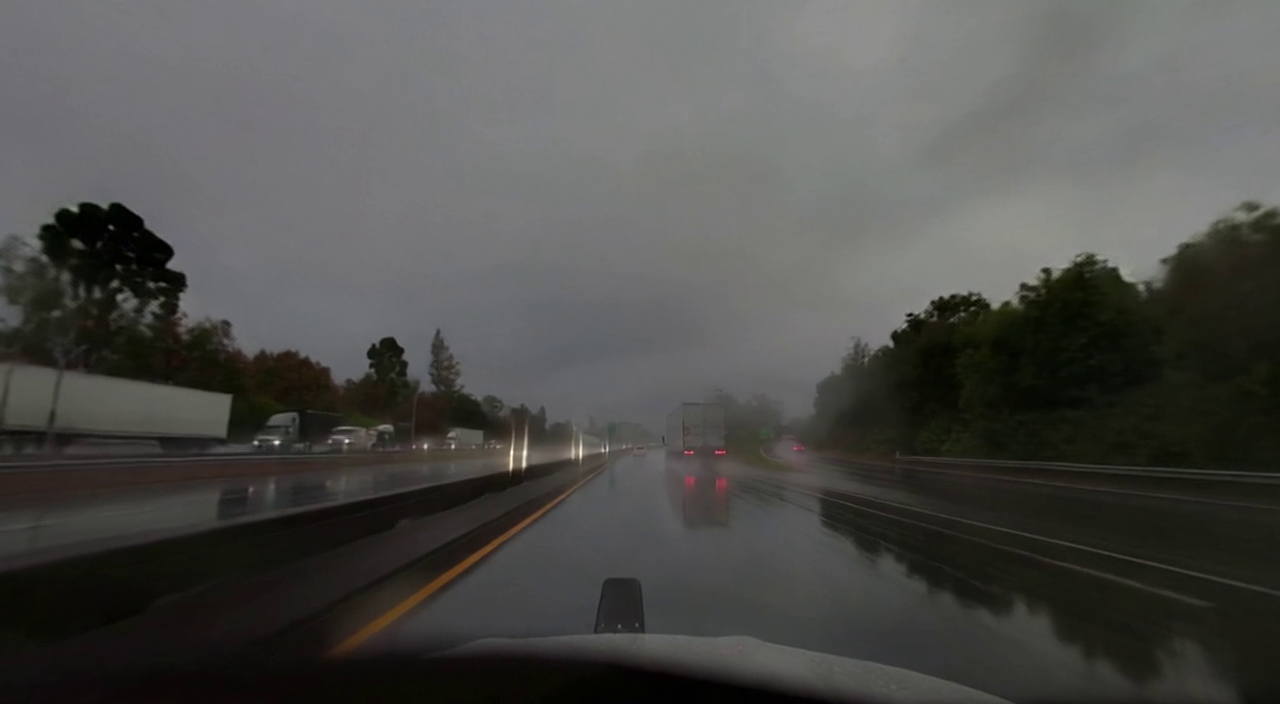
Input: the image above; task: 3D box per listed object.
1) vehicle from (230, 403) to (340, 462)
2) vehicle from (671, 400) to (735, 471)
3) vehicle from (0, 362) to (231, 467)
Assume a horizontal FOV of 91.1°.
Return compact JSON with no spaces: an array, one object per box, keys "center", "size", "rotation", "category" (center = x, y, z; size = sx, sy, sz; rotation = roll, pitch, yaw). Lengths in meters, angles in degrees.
[{"center":[-26.221,6.187,47.232],"size":[2.933,3.877,9.896],"rotation":[0,-9,-3],"category":"vehicle"},{"center":[3.981,5.850,43.221],"size":[3.185,4.154,12.638],"rotation":[0,-9,0],"category":"vehicle"},{"center":[-26.453,3.496,31.307],"size":[2.964,4.069,13.685],"rotation":[0,-9,0],"category":"vehicle"}]
